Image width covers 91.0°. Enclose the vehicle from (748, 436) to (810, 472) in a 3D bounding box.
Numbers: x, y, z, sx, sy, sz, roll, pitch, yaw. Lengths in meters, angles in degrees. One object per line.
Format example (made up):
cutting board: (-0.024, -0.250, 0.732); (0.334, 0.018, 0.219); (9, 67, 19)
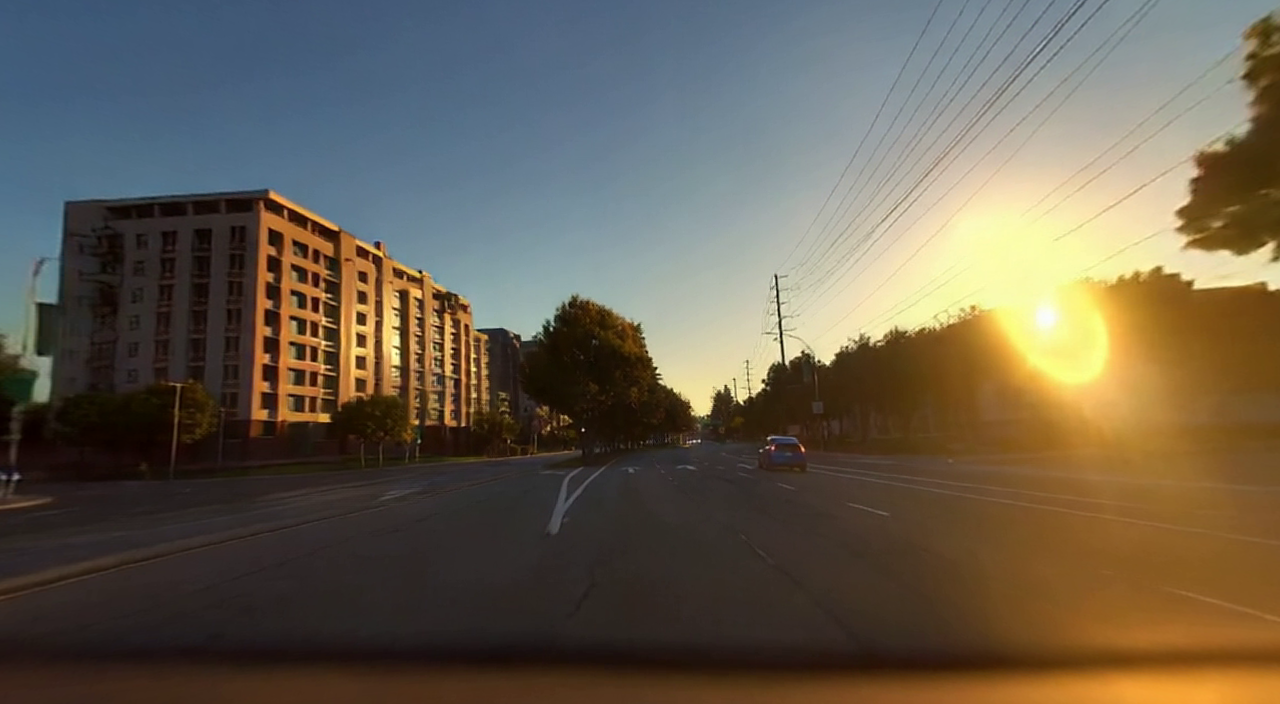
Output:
vehicle: (6.108, 4.533, 28.149); (1.908, 1.476, 3.880); (-1, -9, 1)
